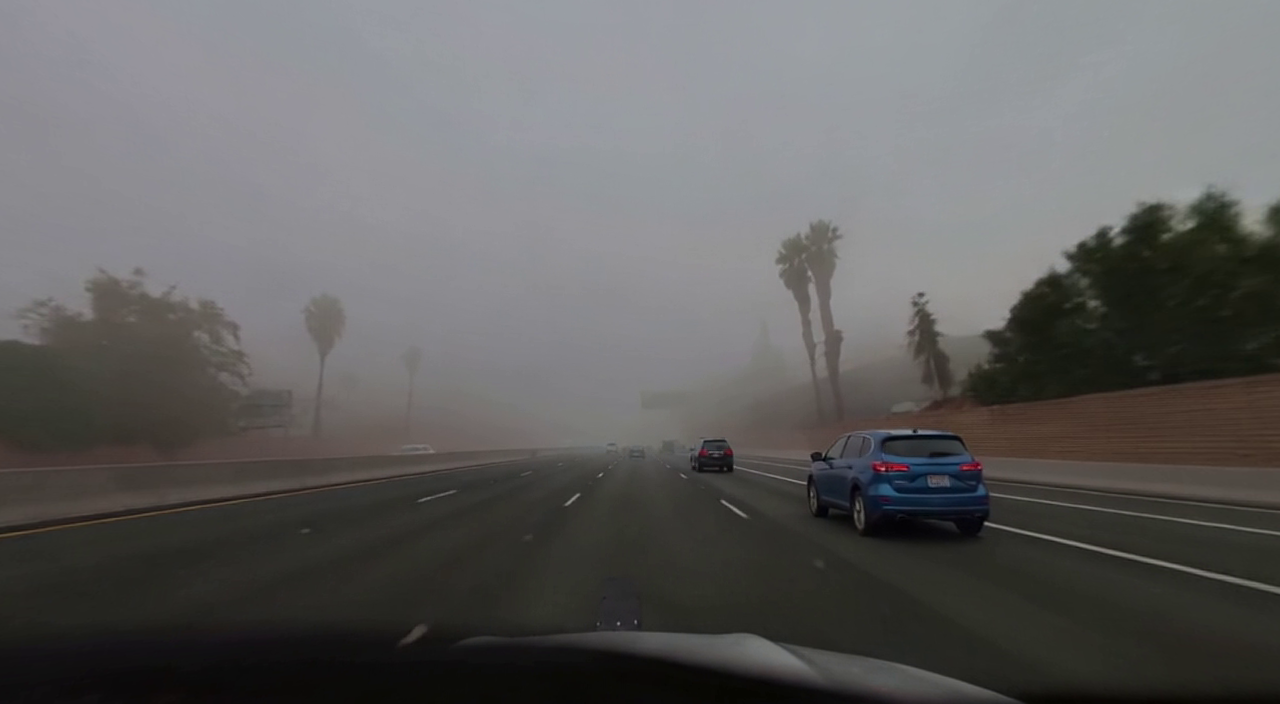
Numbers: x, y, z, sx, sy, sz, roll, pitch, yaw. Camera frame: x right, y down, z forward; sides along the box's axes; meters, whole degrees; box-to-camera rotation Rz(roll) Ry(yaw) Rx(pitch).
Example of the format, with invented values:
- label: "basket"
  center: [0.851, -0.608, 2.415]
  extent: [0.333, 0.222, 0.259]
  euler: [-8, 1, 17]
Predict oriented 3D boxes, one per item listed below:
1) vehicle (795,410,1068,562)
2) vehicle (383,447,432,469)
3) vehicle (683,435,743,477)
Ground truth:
- label: "vehicle"
  center: [3.812, 1.817, 9.289]
  extent: [1.910, 1.696, 4.187]
  euler: [0, -9, -1]
- label: "vehicle"
  center: [-15.694, 7.152, 42.930]
  extent: [1.728, 1.444, 4.342]
  euler: [0, -9, 0]
- label: "vehicle"
  center: [3.123, 4.604, 28.149]
  extent: [2.045, 1.688, 4.313]
  euler: [0, -9, -2]
